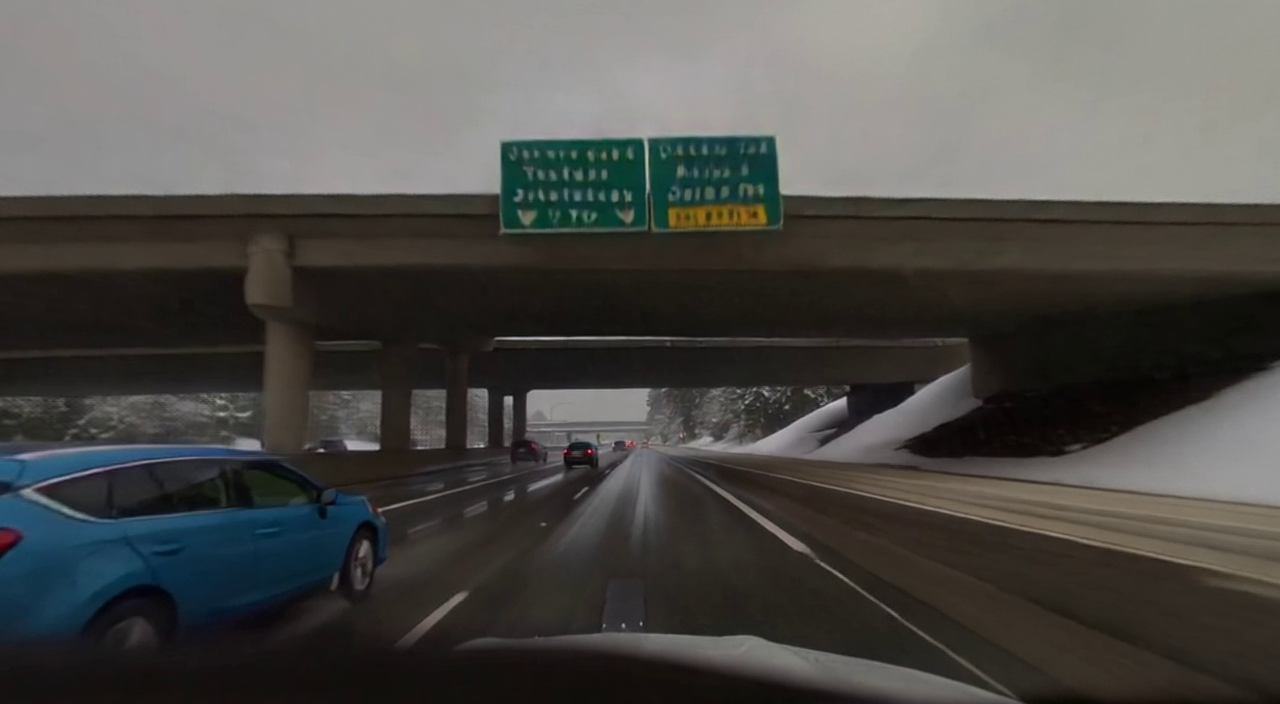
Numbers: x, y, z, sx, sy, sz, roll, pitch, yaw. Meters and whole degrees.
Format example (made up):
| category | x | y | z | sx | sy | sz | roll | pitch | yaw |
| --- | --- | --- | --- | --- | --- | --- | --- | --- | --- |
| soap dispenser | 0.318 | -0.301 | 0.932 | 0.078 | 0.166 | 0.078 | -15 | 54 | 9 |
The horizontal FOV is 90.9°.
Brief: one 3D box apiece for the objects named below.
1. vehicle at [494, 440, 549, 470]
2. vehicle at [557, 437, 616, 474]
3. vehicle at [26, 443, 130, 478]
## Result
| category | x | y | z | sx | sy | sz | roll | pitch | yaw |
| --- | --- | --- | --- | --- | --- | --- | --- | --- | --- |
| vehicle | -6.534 | 5.734 | 35.342 | 2.069 | 1.551 | 4.830 | -1 | -8 | 1 |
| vehicle | -2.478 | 4.971 | 30.529 | 2.210 | 1.628 | 4.586 | -1 | -8 | 3 |
| vehicle | -24.759 | 4.753 | 27.935 | 1.488 | 1.388 | 3.392 | -1 | -8 | 0 |
